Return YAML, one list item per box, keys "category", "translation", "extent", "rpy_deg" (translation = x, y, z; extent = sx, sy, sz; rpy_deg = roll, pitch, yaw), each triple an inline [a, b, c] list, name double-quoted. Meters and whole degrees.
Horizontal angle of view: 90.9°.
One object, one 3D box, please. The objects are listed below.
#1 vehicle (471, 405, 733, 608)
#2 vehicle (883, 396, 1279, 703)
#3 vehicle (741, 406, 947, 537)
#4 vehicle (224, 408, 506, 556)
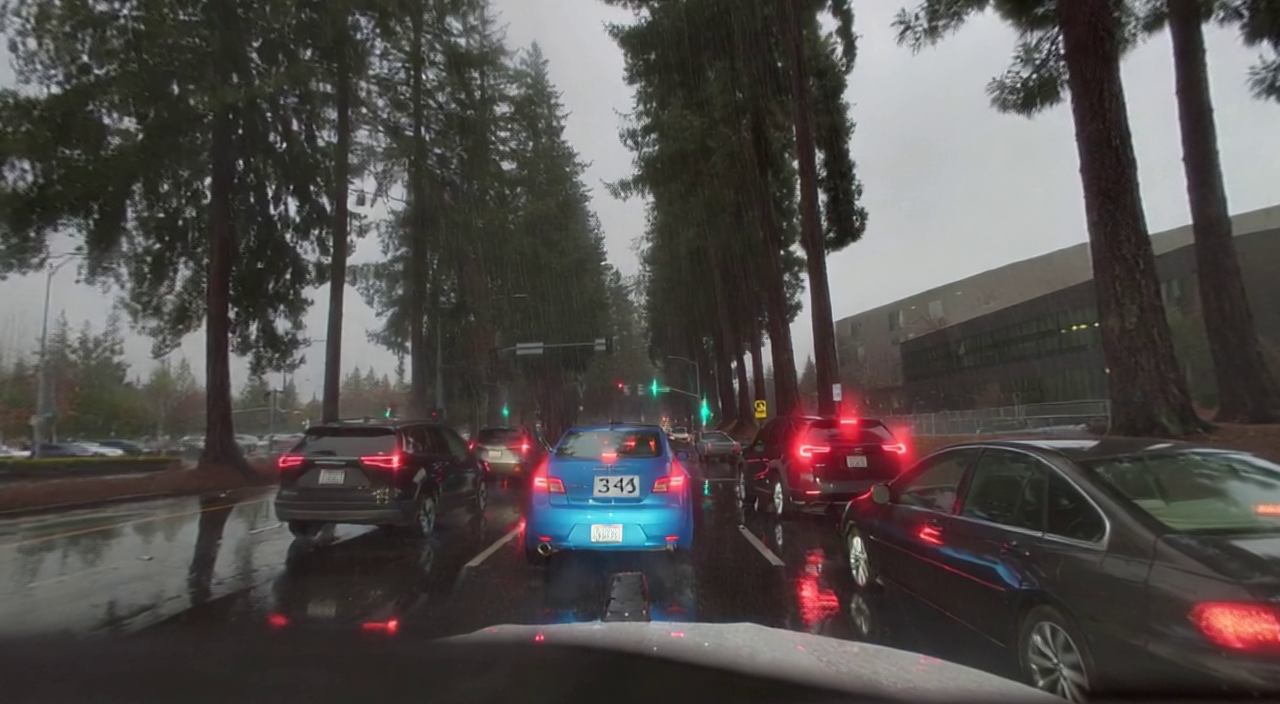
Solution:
- category: "vehicle"
  translation: [-0.357, 1.581, 7.420]
  extent: [2.114, 1.631, 4.459]
  rpy_deg: [0, -8, -1]
- category: "vehicle"
  translation: [3.240, 1.067, 3.373]
  extent: [2.045, 1.459, 4.462]
  rpy_deg: [0, -8, -1]
- category: "vehicle"
  translation: [3.338, 2.077, 11.533]
  extent: [2.117, 1.879, 4.715]
  rpy_deg: [0, -8, -1]
- category: "vehicle"
  translation: [-3.759, 1.883, 9.882]
  extent: [2.141, 1.718, 4.809]
  rpy_deg: [0, -8, 1]
